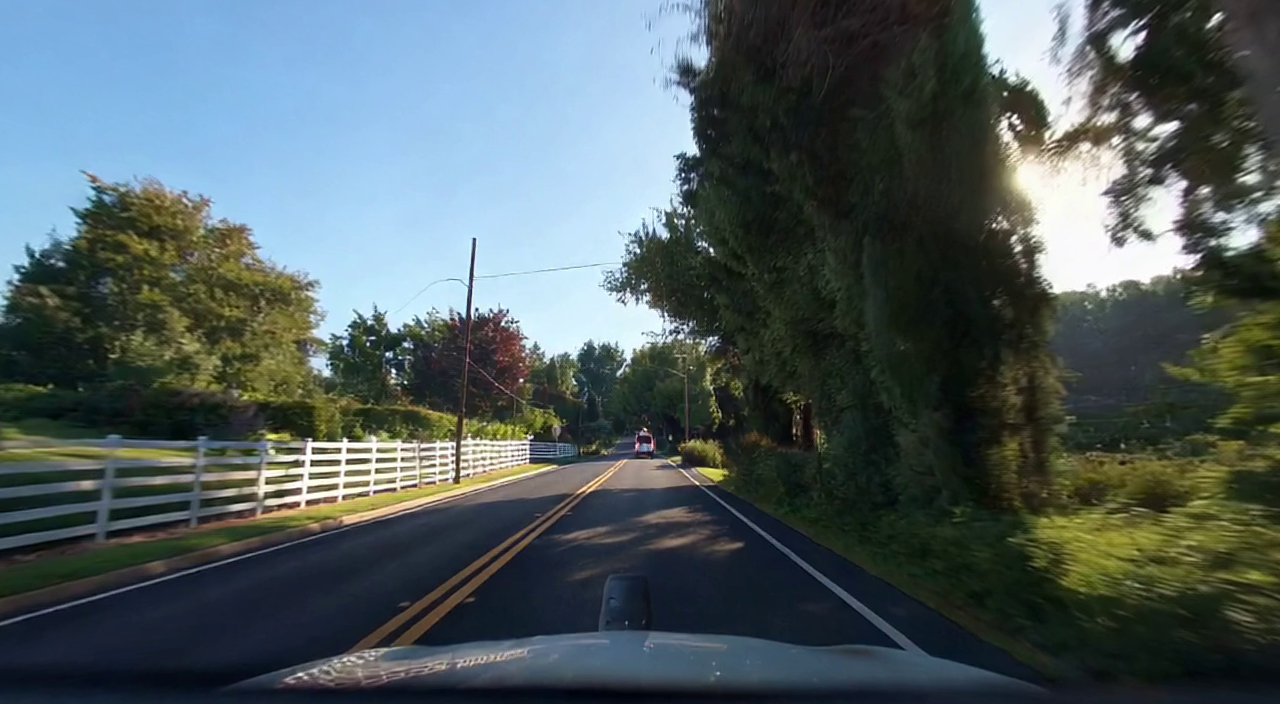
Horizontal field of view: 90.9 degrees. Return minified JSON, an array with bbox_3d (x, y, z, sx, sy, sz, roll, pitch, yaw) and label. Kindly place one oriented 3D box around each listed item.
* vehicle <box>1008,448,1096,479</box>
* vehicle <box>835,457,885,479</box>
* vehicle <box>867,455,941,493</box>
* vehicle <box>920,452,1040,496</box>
[{"bbox_3d":[21.867,5.938,33.629,1.782,1.451,3.741,-2,-10,-7],"label":"vehicle"},{"bbox_3d":[16.332,8.616,47.014,2.001,1.450,4.481,0,-9,-2],"label":"vehicle"},{"bbox_3d":[14.546,6.714,35.119,2.009,1.781,5.311,-1,-8,2],"label":"vehicle"},{"bbox_3d":[18.373,6.592,34.465,2.328,1.955,5.699,-2,-9,-14],"label":"vehicle"}]
